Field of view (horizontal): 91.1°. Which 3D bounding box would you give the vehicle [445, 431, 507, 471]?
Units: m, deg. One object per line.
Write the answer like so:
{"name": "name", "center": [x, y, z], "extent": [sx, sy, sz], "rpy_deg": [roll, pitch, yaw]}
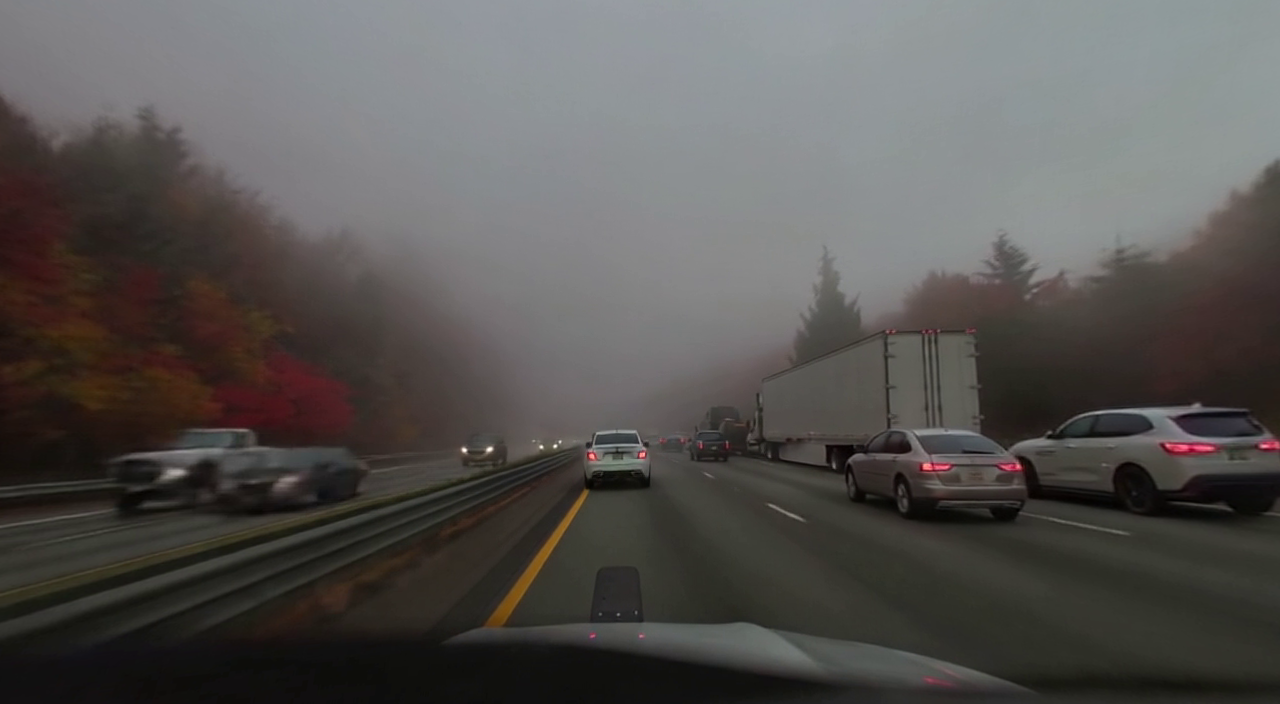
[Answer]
{"name": "vehicle", "center": [-8.449, 5.122, 32.860], "extent": [2.152, 1.903, 4.339], "rpy_deg": [0, -8, -1]}

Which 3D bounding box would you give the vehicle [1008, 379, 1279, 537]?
{"name": "vehicle", "center": [8.545, 1.630, 10.262], "extent": [2.116, 1.965, 4.691], "rpy_deg": [0, -8, -1]}

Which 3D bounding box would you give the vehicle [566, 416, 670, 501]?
{"name": "vehicle", "center": [-0.480, 2.461, 14.996], "extent": [2.087, 1.709, 4.455], "rpy_deg": [0, -8, -1]}

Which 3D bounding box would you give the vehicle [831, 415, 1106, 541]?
{"name": "vehicle", "center": [4.645, 1.820, 9.775], "extent": [2.040, 1.523, 4.068], "rpy_deg": [0, -8, -1]}

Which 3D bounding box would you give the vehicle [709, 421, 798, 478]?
{"name": "vehicle", "center": [3.647, 3.231, 21.056], "extent": [2.147, 1.707, 3.963], "rpy_deg": [0, -8, -2]}

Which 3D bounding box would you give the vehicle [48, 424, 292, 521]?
{"name": "vehicle", "center": [-11.597, 2.958, 16.211], "extent": [2.338, 2.059, 5.149], "rpy_deg": [0, -8, -1]}

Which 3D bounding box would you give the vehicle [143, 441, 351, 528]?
{"name": "vehicle", "center": [-8.023, 2.687, 13.386], "extent": [1.872, 1.521, 3.962], "rpy_deg": [0, -8, 0]}

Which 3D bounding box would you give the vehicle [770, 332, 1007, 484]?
{"name": "vehicle", "center": [8.160, 2.435, 24.062], "extent": [2.908, 4.099, 14.103], "rpy_deg": [0, -8, -2]}
